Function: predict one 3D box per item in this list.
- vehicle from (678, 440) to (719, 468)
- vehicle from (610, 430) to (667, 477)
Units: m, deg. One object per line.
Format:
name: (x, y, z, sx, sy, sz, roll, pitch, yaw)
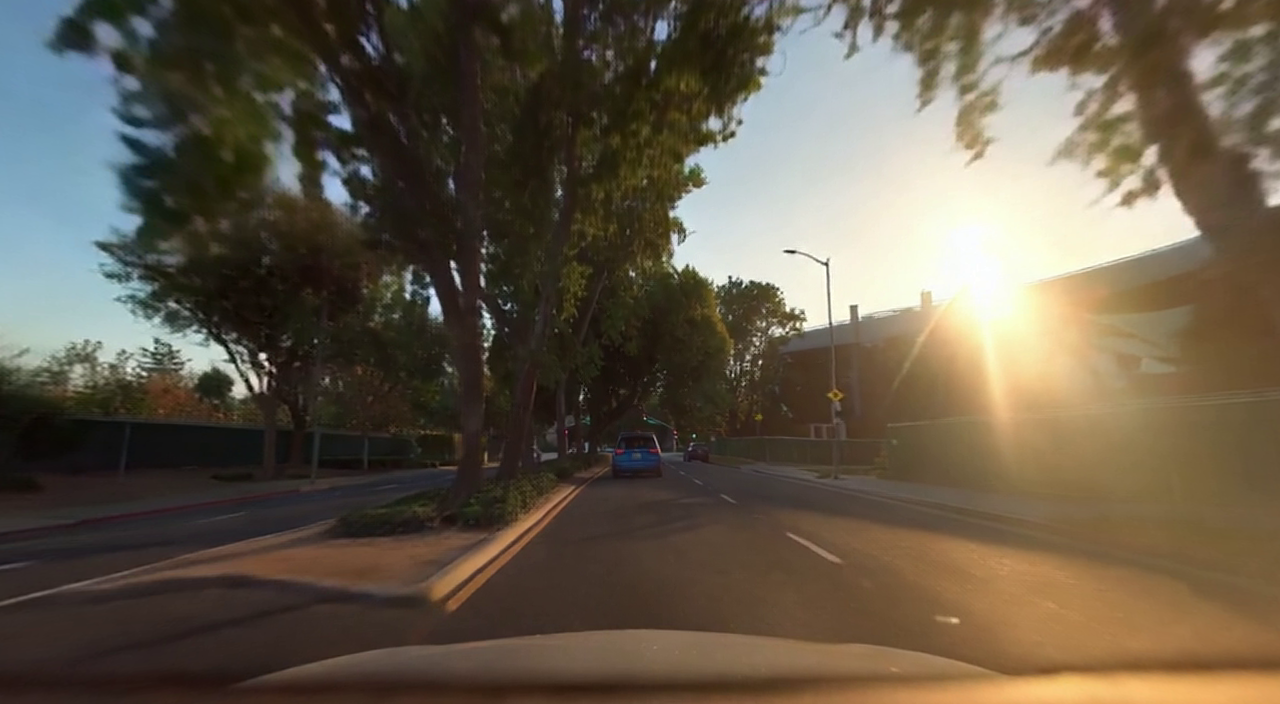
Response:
vehicle: (3.736, 6.662, 41.227, 2.138, 1.699, 4.852, 0, -9, -1)
vehicle: (-0.066, 4.648, 28.973, 2.386, 1.947, 4.168, 0, -9, 0)
